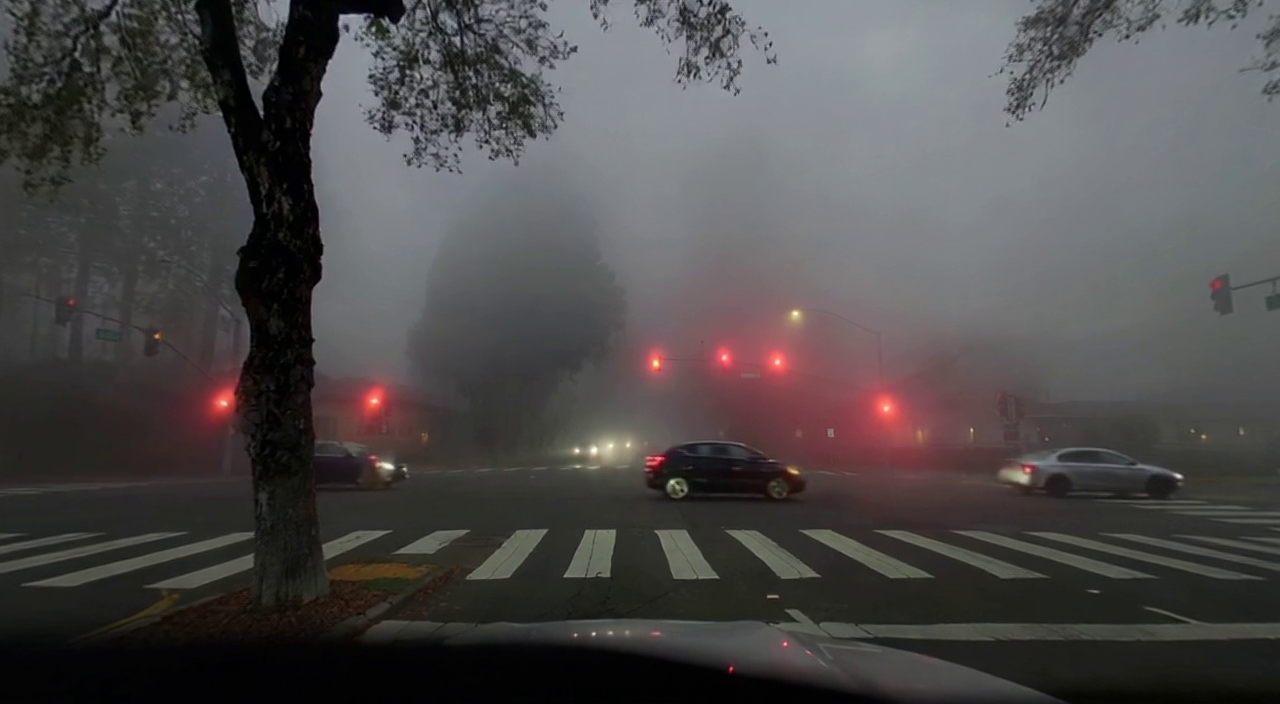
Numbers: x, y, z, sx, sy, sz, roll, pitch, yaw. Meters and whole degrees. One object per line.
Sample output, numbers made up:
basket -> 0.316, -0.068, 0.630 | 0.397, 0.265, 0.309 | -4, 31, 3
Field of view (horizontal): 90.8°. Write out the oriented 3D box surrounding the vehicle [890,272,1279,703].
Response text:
vehicle -> 2.709, 0.715, 1.719 | 2.085, 1.800, 4.908 | 0, -9, 1

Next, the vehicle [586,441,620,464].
vehicle -> -2.417, 6.710, 42.260 | 2.046, 1.491, 4.118 | 0, -9, 1

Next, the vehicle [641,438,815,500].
vehicle -> 2.198, 3.070, 16.771 | 4.290, 1.518, 1.888 | 0, -9, -1

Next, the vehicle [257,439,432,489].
vehicle -> -9.194, 3.511, 19.987 | 4.537, 1.501, 1.950 | 0, -9, -1

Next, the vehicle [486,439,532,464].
vehicle -> -8.939, 6.855, 43.644 | 2.028, 1.654, 5.027 | 0, -9, 1
